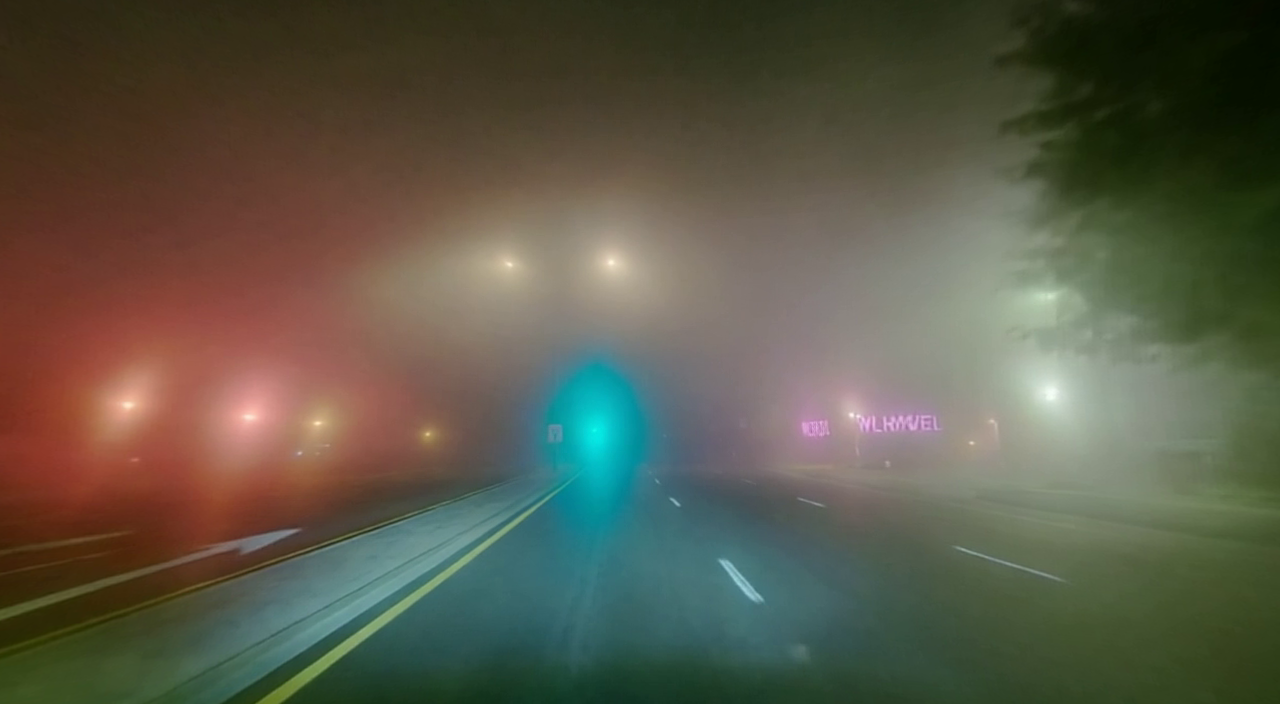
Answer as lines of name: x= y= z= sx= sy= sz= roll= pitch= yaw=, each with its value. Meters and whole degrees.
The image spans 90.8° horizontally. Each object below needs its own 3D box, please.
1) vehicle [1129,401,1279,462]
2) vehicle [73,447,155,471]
vehicle: x=31.705 y=4.515 z=35.254 sx=2.905 sy=3.046 sz=6.805 roll=1 pitch=-8 yaw=-4
vehicle: x=-33.271 y=6.759 z=39.980 sx=3.732 sy=1.453 sz=1.721 roll=-1 pitch=-8 yaw=5
